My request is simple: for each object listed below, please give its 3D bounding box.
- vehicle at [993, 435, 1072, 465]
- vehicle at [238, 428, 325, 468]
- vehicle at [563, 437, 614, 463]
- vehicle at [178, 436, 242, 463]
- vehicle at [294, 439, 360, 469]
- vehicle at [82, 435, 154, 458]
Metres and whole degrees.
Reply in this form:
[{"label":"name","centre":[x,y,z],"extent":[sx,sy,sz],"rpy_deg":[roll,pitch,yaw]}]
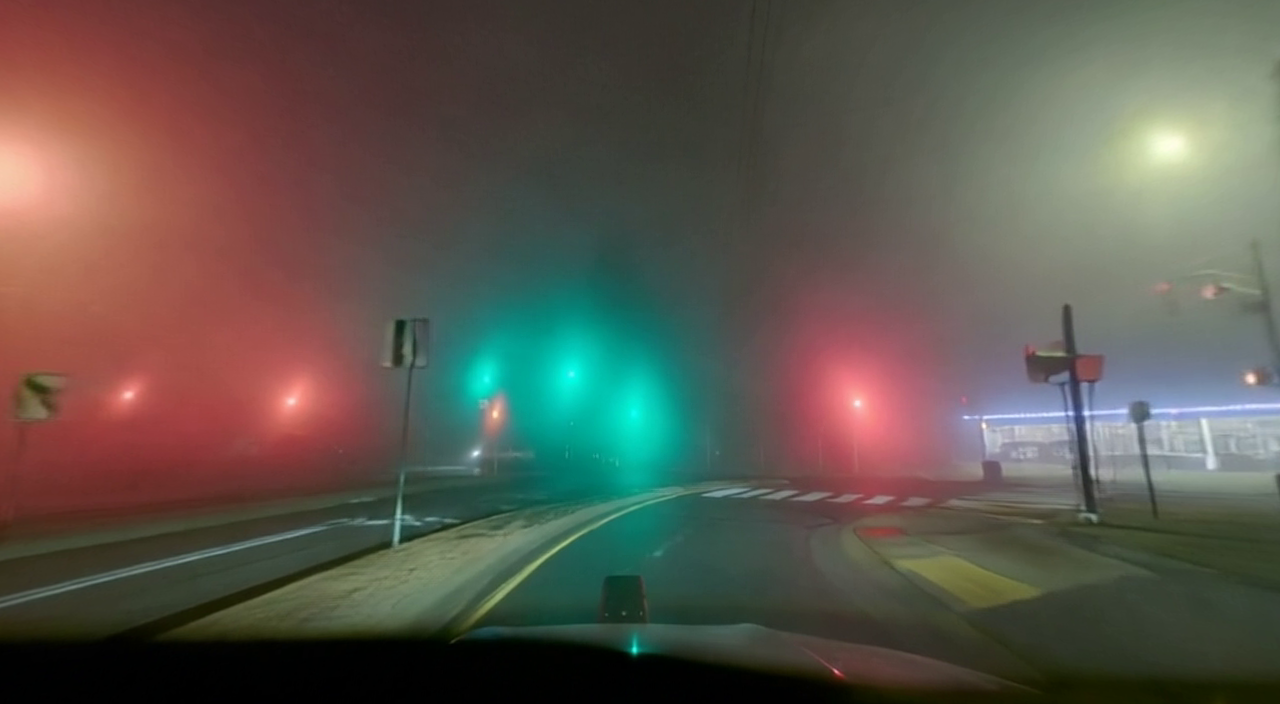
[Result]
[{"label":"vehicle","centre":[27.228,6.816,43.690],"extent":[4.474,1.956,2.263],"rpy_deg":[-5,-10,31]},{"label":"vehicle","centre":[-18.942,5.104,33.495],"extent":[2.337,1.934,4.843],"rpy_deg":[1,-8,-9]},{"label":"vehicle","centre":[-4.032,7.782,49.860],"extent":[2.072,1.922,4.112],"rpy_deg":[-5,-10,31]},{"label":"vehicle","centre":[-25.282,5.724,37.008],"extent":[1.771,1.510,3.545],"rpy_deg":[2,-8,-11]},{"label":"vehicle","centre":[-15.852,5.176,32.020],"extent":[1.789,1.399,4.236],"rpy_deg":[2,-8,-10]},{"label":"vehicle","centre":[-38.251,6.955,46.159],"extent":[2.002,1.603,4.547],"rpy_deg":[2,-8,-10]}]
